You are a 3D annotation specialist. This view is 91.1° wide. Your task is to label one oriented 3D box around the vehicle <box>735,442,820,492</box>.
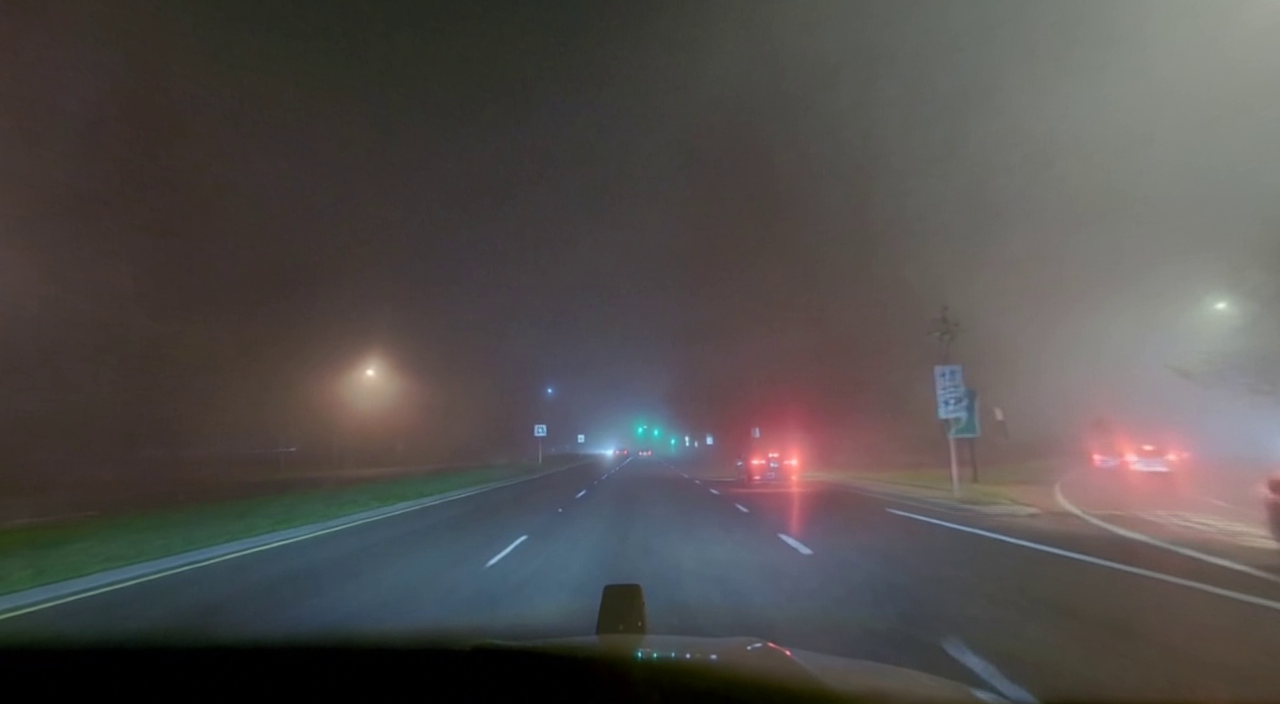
[{"bbox_3d":[4.573,3.873,21.604,1.913,1.516,4.322,0,-9,0],"label":"vehicle"}]
